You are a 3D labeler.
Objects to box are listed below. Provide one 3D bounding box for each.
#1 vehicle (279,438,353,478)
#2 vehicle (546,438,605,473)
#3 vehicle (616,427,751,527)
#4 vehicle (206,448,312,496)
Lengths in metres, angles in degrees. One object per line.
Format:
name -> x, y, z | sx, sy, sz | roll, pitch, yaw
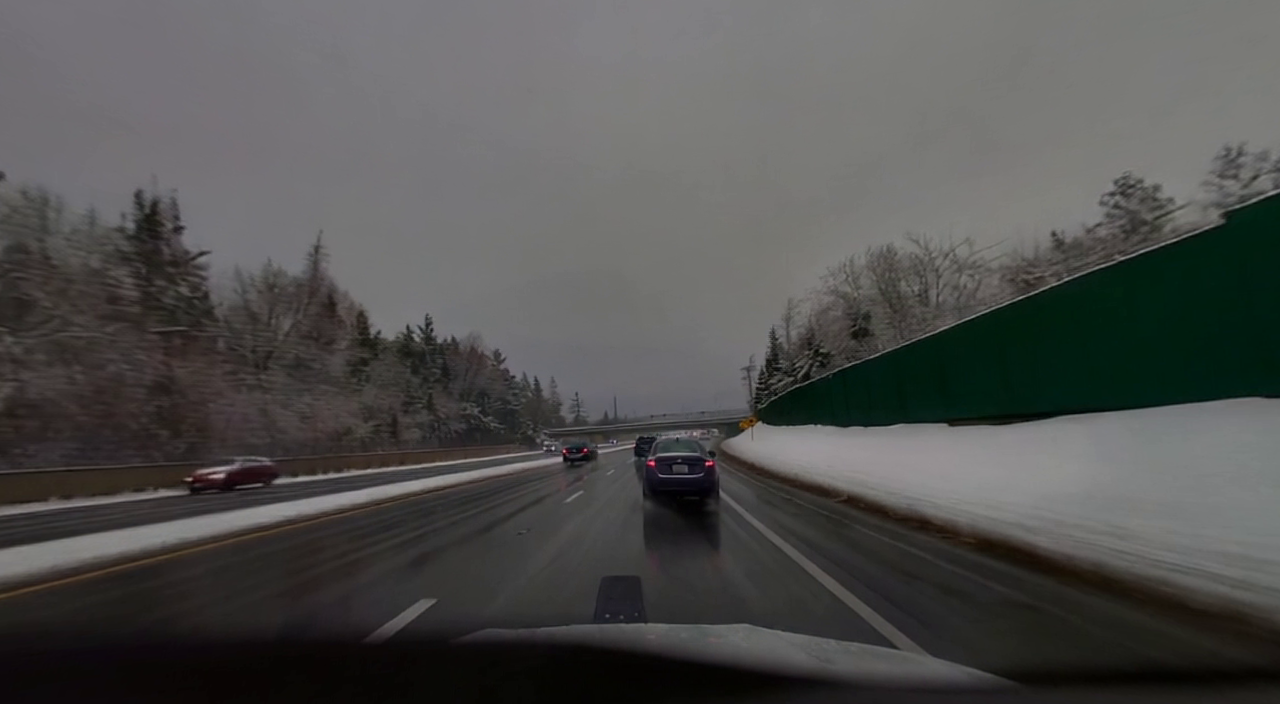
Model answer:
vehicle -> -15.871, 5.173, 31.005 | 1.831, 1.837, 3.199 | 0, -8, 2
vehicle -> -2.898, 4.776, 29.337 | 2.059, 1.471, 4.152 | -1, -8, 3
vehicle -> 0.693, 2.216, 11.720 | 2.077, 1.533, 3.854 | 0, -8, 1
vehicle -> -15.830, 4.962, 26.440 | 1.910, 1.820, 4.007 | 0, -8, 0
